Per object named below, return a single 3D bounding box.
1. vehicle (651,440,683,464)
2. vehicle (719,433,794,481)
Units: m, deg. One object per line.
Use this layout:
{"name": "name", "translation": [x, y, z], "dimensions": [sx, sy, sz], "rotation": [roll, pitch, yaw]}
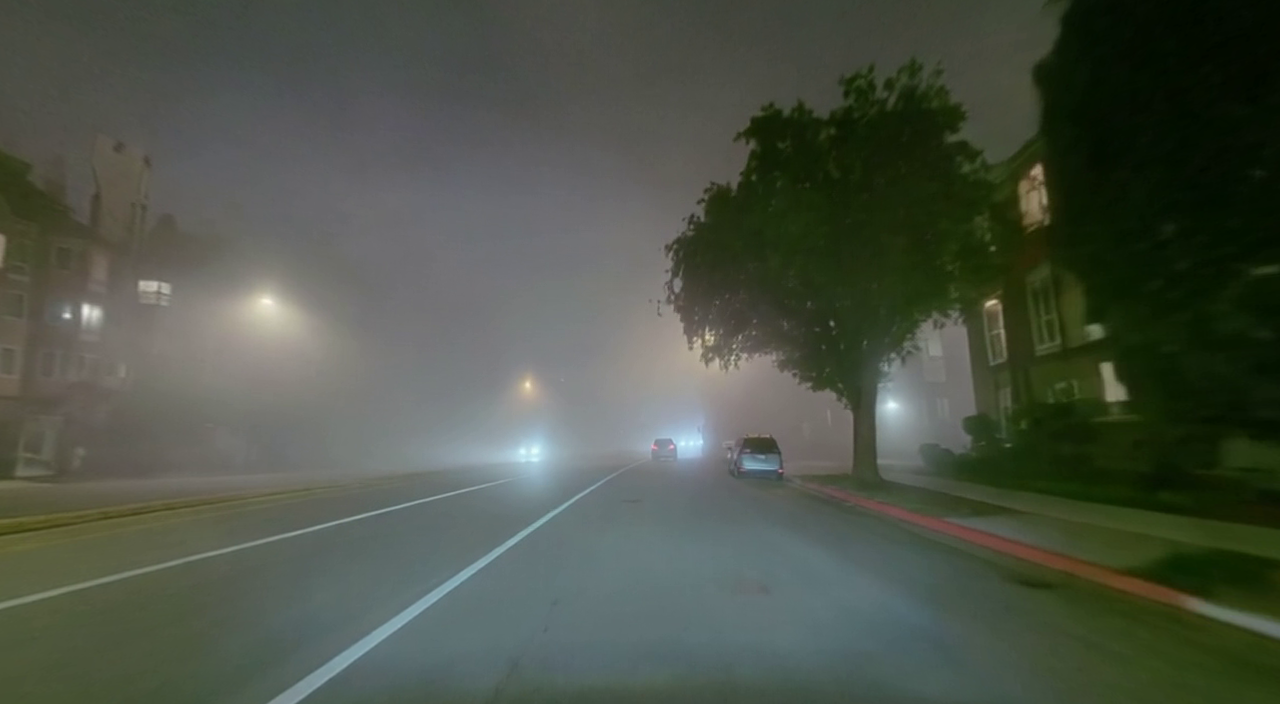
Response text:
{"name": "vehicle", "translation": [1.697, 6.126, 38.771], "dimensions": [1.871, 1.370, 4.206], "rotation": [-1, -8, 4]}
{"name": "vehicle", "translation": [4.407, 4.051, 24.551], "dimensions": [2.121, 1.659, 4.675], "rotation": [0, -8, 1]}
